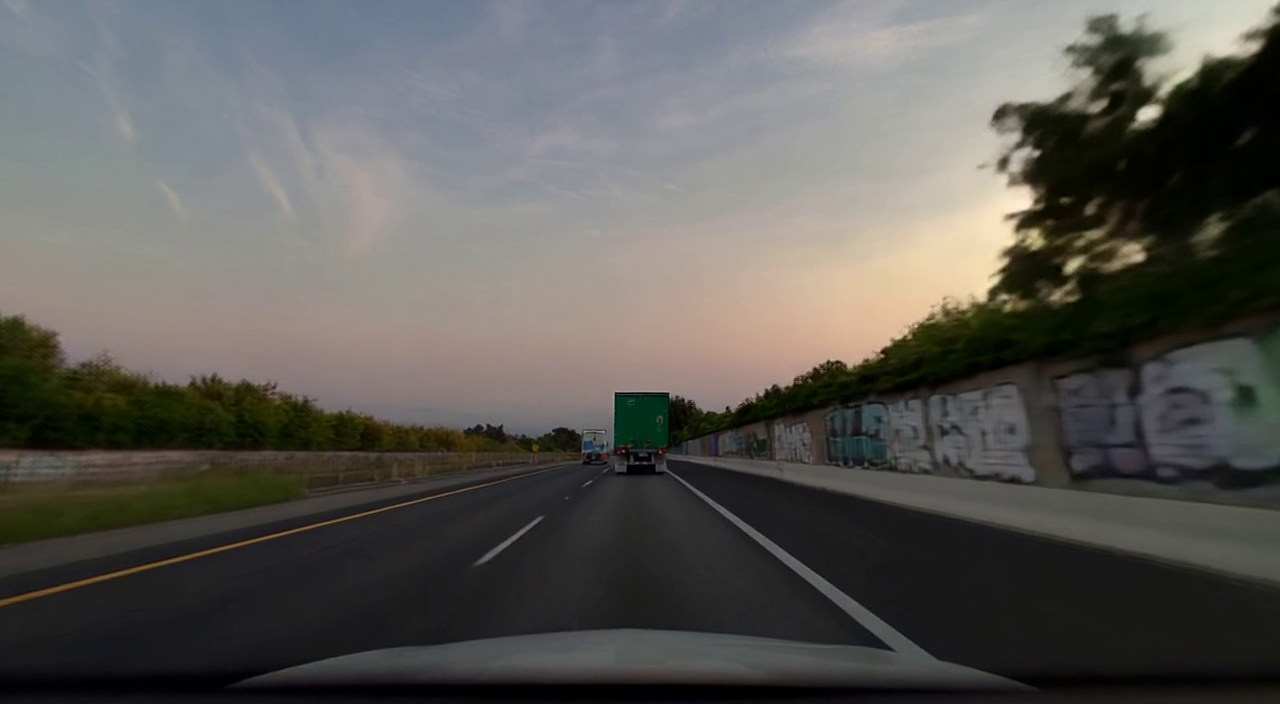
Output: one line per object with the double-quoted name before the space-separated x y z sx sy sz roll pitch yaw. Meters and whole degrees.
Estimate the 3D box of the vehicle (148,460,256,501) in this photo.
"vehicle" -17.148 5.001 24.874 1.725 1.422 3.480 0 -9 0

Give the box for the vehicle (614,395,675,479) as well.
"vehicle" 0.124 4.826 35.040 2.900 3.955 10.151 0 -9 -1
